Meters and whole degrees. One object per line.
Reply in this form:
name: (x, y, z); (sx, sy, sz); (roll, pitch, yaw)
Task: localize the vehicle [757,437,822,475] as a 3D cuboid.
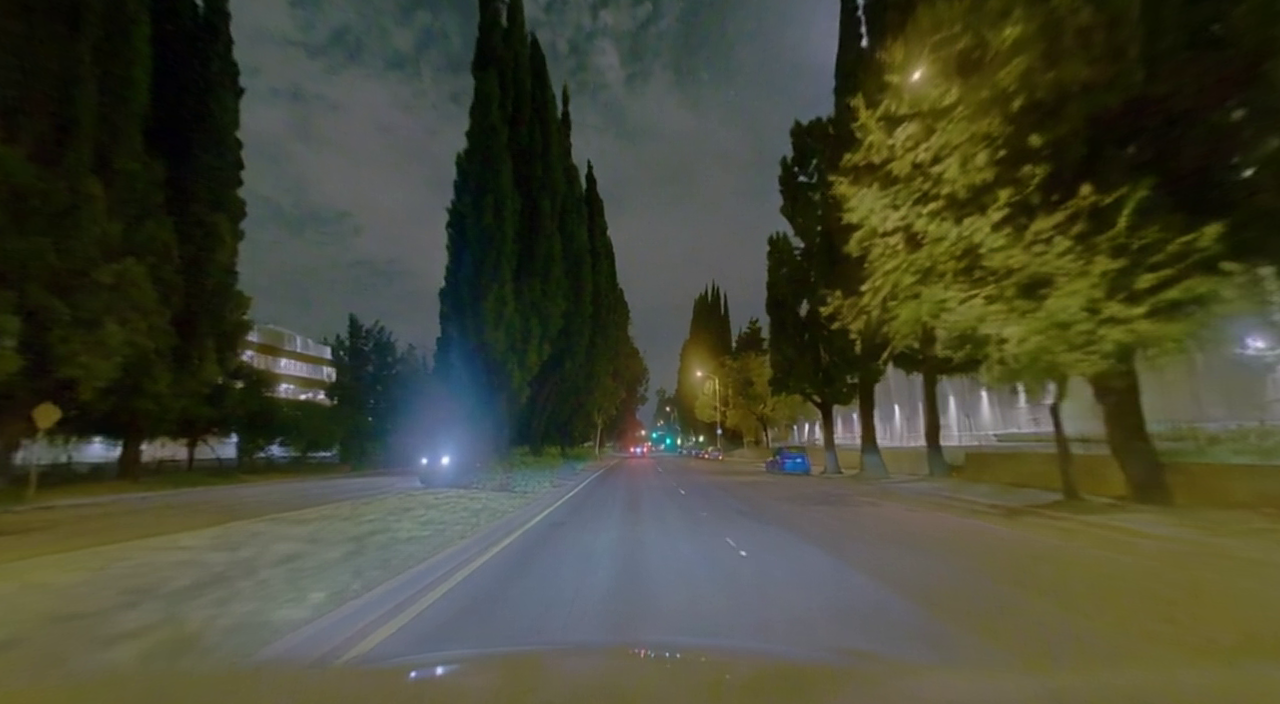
vehicle: (7.842, 5.506, 33.608); (2.167, 1.848, 4.713); (0, -9, -2)
